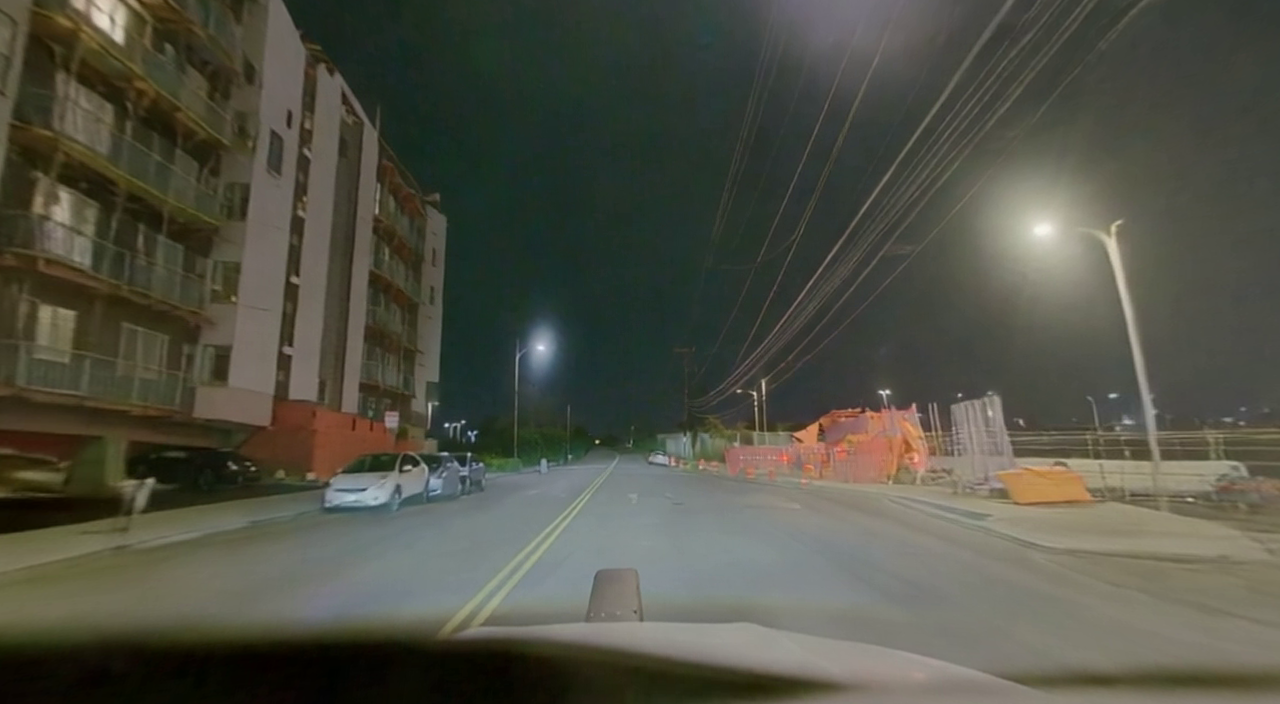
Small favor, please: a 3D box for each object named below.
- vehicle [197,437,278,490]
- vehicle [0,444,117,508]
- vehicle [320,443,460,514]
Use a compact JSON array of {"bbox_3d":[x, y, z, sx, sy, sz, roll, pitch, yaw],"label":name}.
[{"bbox_3d":[-13.817,3.820,21.894,1.998,1.576,5.203,5,-10,-29],"label":"vehicle"},{"bbox_3d":[-15.421,2.924,14.938,4.041,1.426,2.120,5,-11,-23],"label":"vehicle"},{"bbox_3d":[-6.572,3.347,17.235,1.998,1.633,4.673,0,-9,-1],"label":"vehicle"}]
